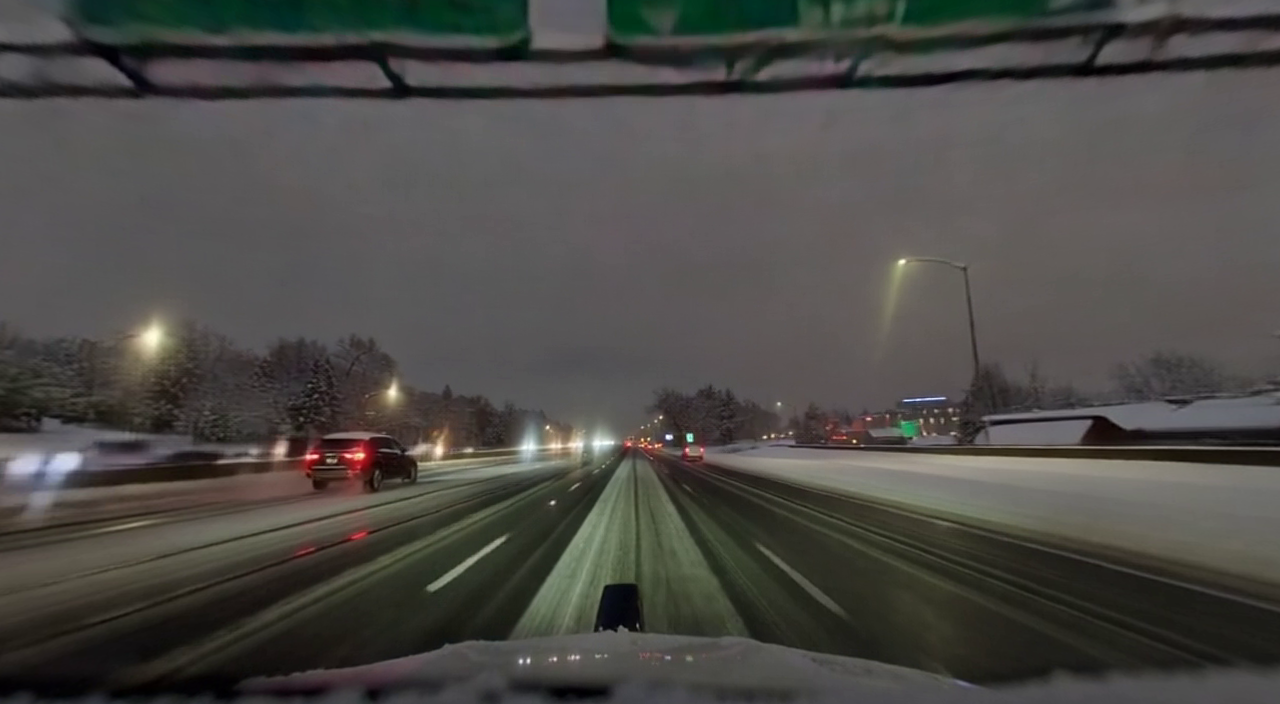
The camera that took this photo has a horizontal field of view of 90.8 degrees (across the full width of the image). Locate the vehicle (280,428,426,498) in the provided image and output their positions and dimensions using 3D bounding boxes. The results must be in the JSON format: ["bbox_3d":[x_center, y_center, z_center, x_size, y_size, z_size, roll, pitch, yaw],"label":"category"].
[{"bbox_3d":[-7.854,3.064,17.856,2.089,1.724,4.327,0,-8,0],"label":"vehicle"}]

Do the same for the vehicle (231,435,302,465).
[{"bbox_3d":[-29.190,7.697,49.680,2.250,2.218,5.664,0,-8,-2],"label":"vehicle"}]

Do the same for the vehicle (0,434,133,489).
[{"bbox_3d":[-21.382,3.807,22.296,2.213,1.709,5.781,0,-8,0],"label":"vehicle"}]
